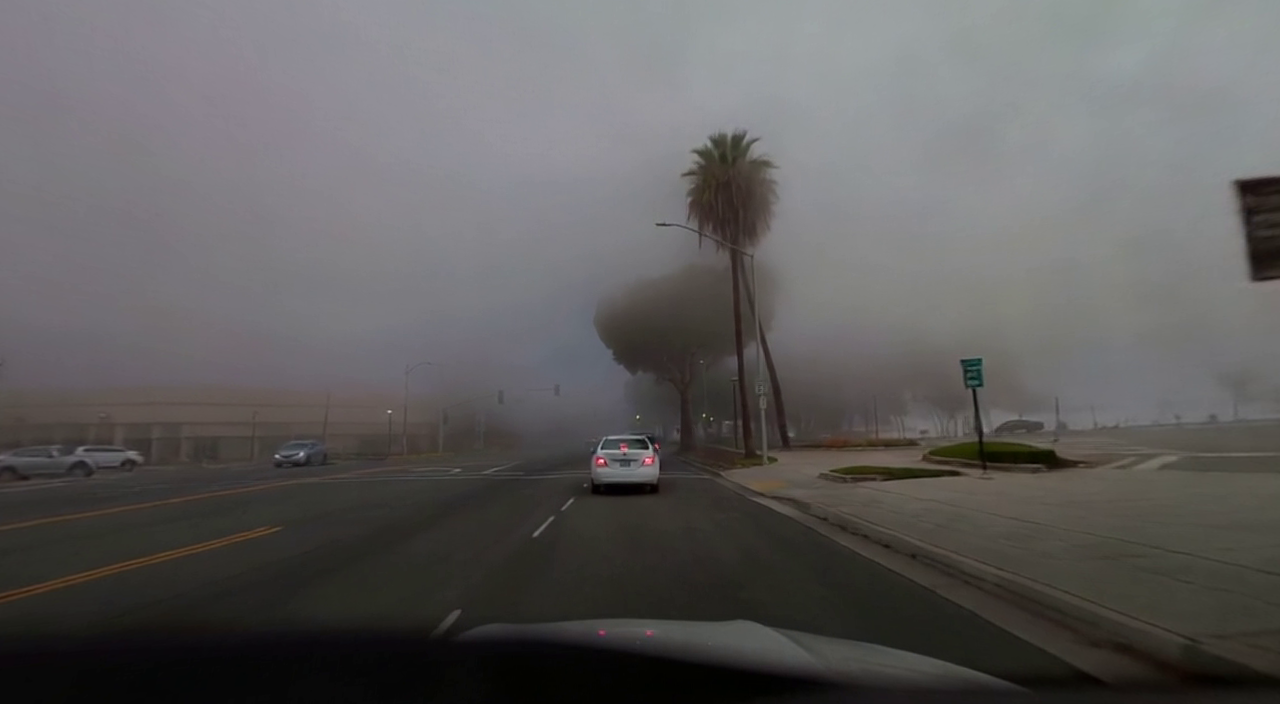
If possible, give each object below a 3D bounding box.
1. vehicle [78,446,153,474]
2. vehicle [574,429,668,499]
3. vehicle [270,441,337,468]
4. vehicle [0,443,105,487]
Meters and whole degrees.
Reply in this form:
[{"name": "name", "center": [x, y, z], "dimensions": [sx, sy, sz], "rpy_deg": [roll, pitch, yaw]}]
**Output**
[{"name": "vehicle", "center": [-36.171, 7.422, 43.700], "dimensions": [1.757, 1.803, 4.000], "rpy_deg": [0, -9, -2]}, {"name": "vehicle", "center": [-0.377, 2.774, 15.919], "dimensions": [2.060, 1.526, 3.859], "rpy_deg": [0, -9, 1]}, {"name": "vehicle", "center": [-22.860, 6.974, 43.175], "dimensions": [1.990, 1.752, 4.673], "rpy_deg": [0, -9, 0]}, {"name": "vehicle", "center": [-23.719, 4.361, 24.299], "dimensions": [1.974, 1.470, 4.892], "rpy_deg": [-5, -7, 2]}]
